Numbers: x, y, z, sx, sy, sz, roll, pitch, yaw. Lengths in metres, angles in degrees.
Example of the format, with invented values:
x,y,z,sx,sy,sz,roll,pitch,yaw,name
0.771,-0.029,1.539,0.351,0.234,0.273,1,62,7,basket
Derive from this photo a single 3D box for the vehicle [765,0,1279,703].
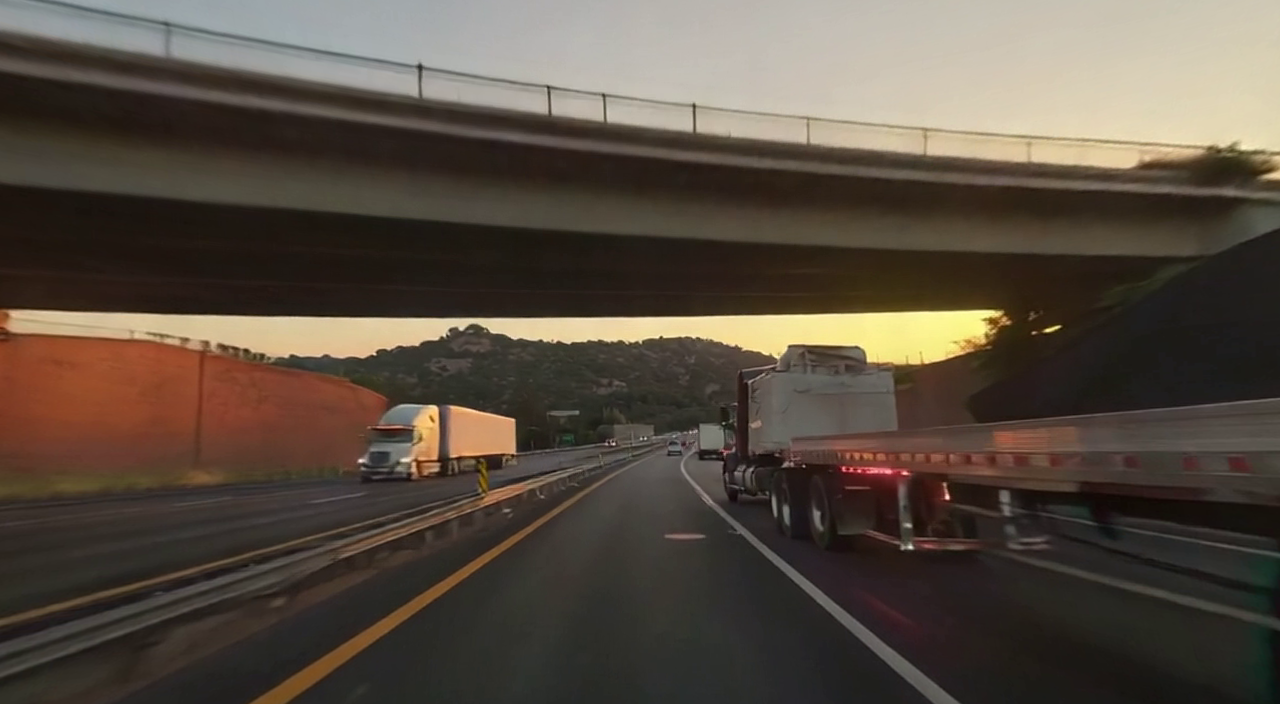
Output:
x,y,z,sx,sy,sz,roll,pitch,yaw,name
3.941,0.221,5.905,2.965,4.028,12.529,0,-9,0,vehicle

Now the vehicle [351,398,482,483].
x,y,z,sx,sy,sz,roll,pitch,yaw,name
-11.878,4.963,34.929,3.027,3.970,10.027,-1,-9,3,vehicle
